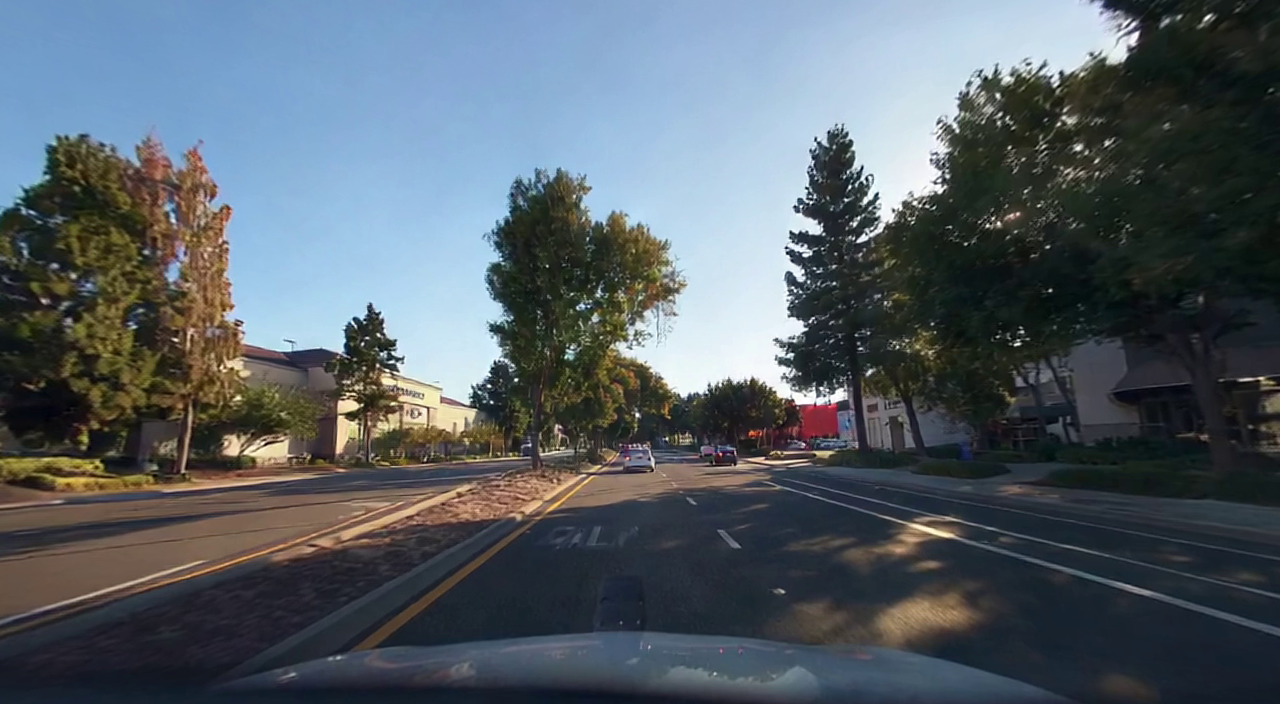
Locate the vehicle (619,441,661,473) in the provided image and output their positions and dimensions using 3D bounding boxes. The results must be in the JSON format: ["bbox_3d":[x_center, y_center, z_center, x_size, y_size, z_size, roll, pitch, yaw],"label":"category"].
[{"bbox_3d":[-0.030,5.589,33.893,2.072,1.545,4.578,0,-8,0],"label":"vehicle"}]
